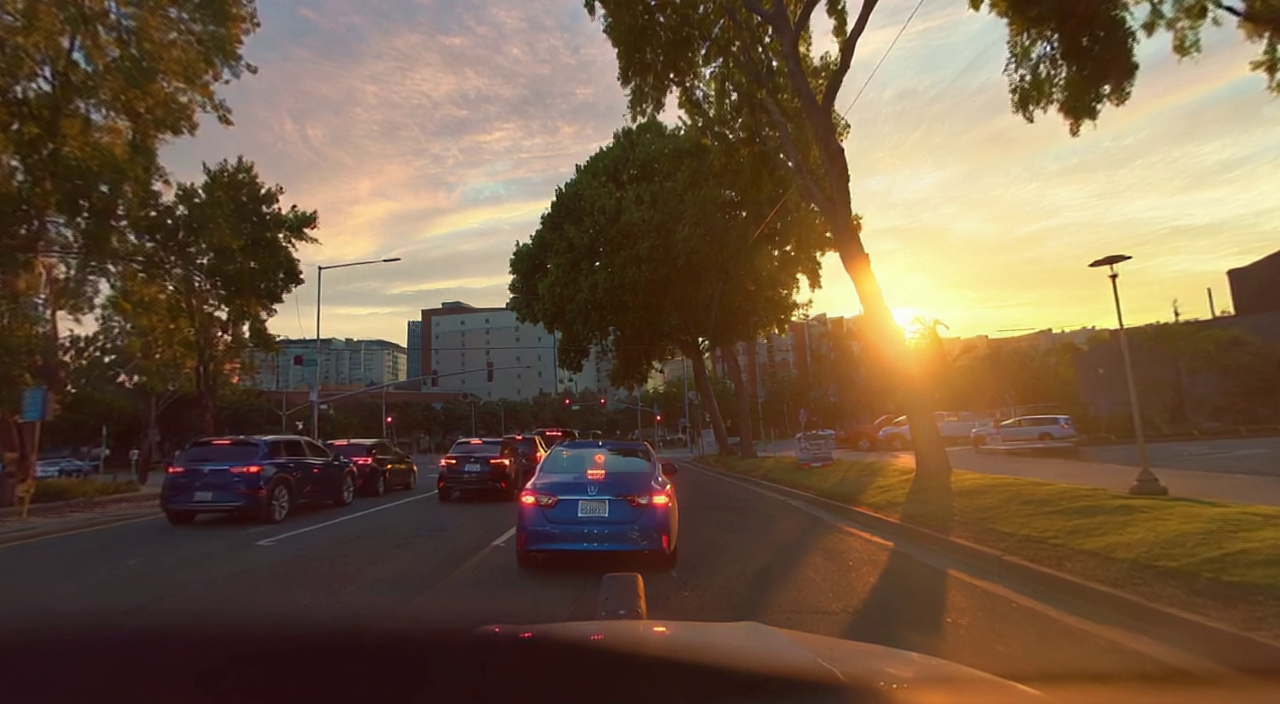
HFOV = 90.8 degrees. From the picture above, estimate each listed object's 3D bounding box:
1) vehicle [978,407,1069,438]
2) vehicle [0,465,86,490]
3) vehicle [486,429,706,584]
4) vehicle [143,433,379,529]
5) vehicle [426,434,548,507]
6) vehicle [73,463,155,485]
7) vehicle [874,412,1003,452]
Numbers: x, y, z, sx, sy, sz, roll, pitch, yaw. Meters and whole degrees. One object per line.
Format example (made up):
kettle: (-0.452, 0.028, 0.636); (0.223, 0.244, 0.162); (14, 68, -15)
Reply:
vehicle: (27.382, 5.062, 45.235); (5.333, 1.880, 2.130); (-8, -9, 31)
vehicle: (-36.638, 7.622, 38.441); (4.093, 1.440, 1.804); (0, -9, -1)
vehicle: (-0.415, 1.791, 8.118); (2.104, 1.472, 3.946); (0, -9, 0)
vehicle: (-7.277, 2.497, 12.821); (2.096, 1.593, 4.288); (0, -9, 1)
vehicle: (-3.622, 2.886, 15.772); (1.969, 1.570, 4.019); (0, -9, 1)
vehicle: (-36.385, 8.444, 43.759); (3.918, 1.423, 1.861); (0, -9, 0)
vehicle: (13.928, 3.792, 29.711); (4.975, 1.809, 1.956); (-1, -9, 1)
